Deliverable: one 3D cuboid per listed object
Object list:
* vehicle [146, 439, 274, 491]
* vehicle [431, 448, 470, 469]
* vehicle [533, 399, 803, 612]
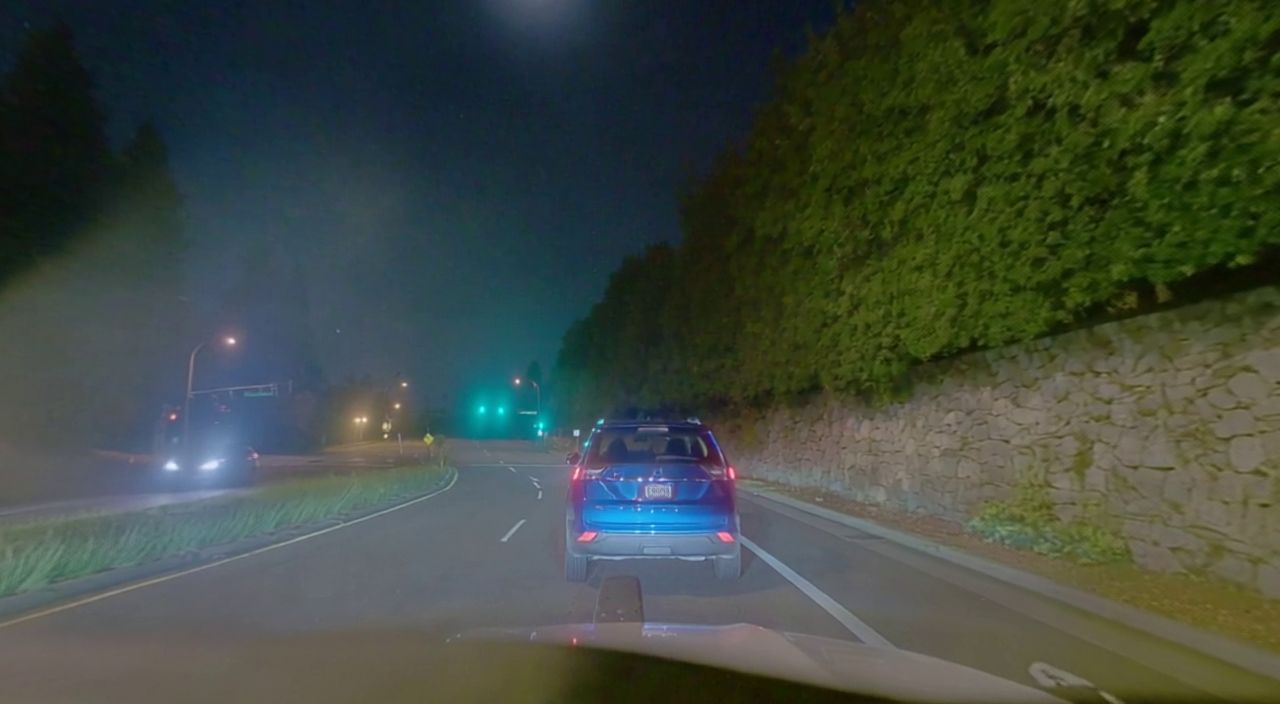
[{"bbox_3d":[-15.611,4.104,23.320,2.317,1.695,4.538,2,-9,-13],"label":"vehicle"},{"bbox_3d":[-14.286,7.972,47.440,2.023,1.474,4.286,4,-10,-27],"label":"vehicle"},{"bbox_3d":[0.066,1.603,7.543,2.287,1.762,4.269,1,-9,-5],"label":"vehicle"}]
